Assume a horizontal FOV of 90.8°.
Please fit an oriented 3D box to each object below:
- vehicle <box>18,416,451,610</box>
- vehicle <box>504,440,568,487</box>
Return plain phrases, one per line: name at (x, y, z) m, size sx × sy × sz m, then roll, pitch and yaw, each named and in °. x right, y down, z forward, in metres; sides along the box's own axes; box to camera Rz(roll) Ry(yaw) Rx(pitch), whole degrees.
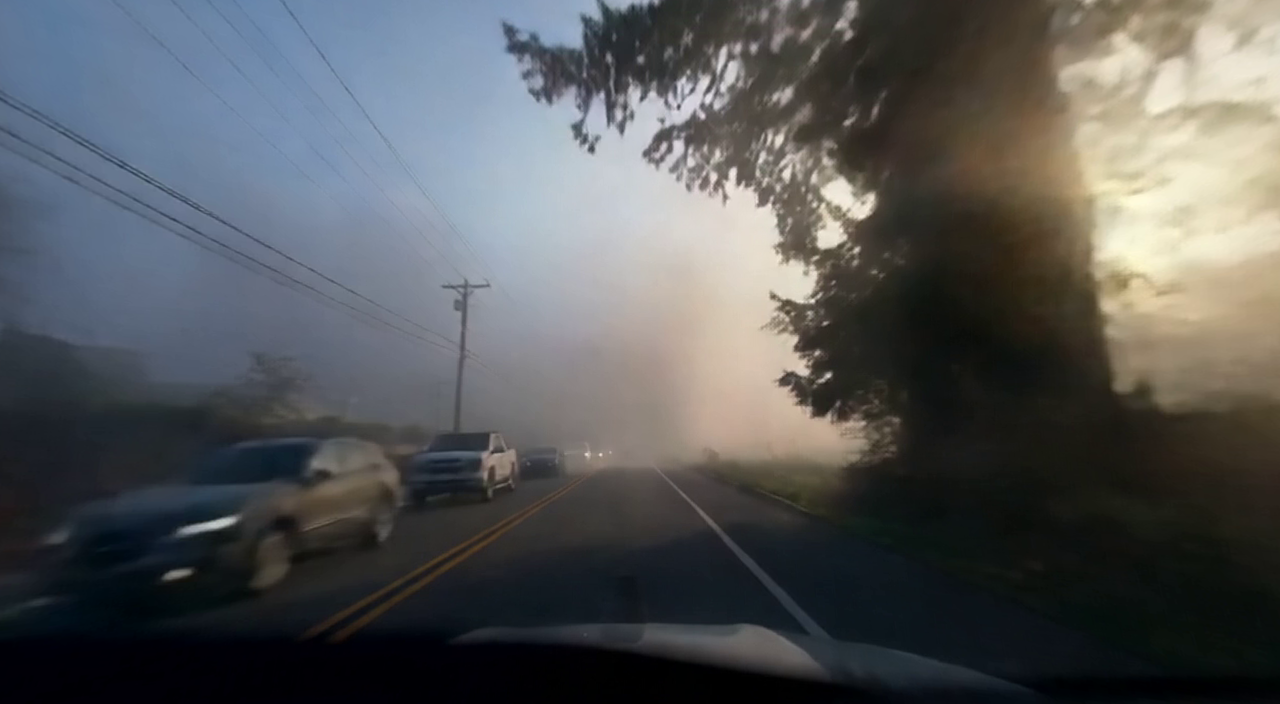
vehicle at (-4.583, 1.863, 8.620) m, size 2.329 × 1.690 × 5.423 m, roll -2°, pitch -8°, yaw 0°
vehicle at (-4.338, 4.673, 26.989) m, size 2.070 × 1.665 × 4.554 m, roll -3°, pitch -8°, yaw -3°
